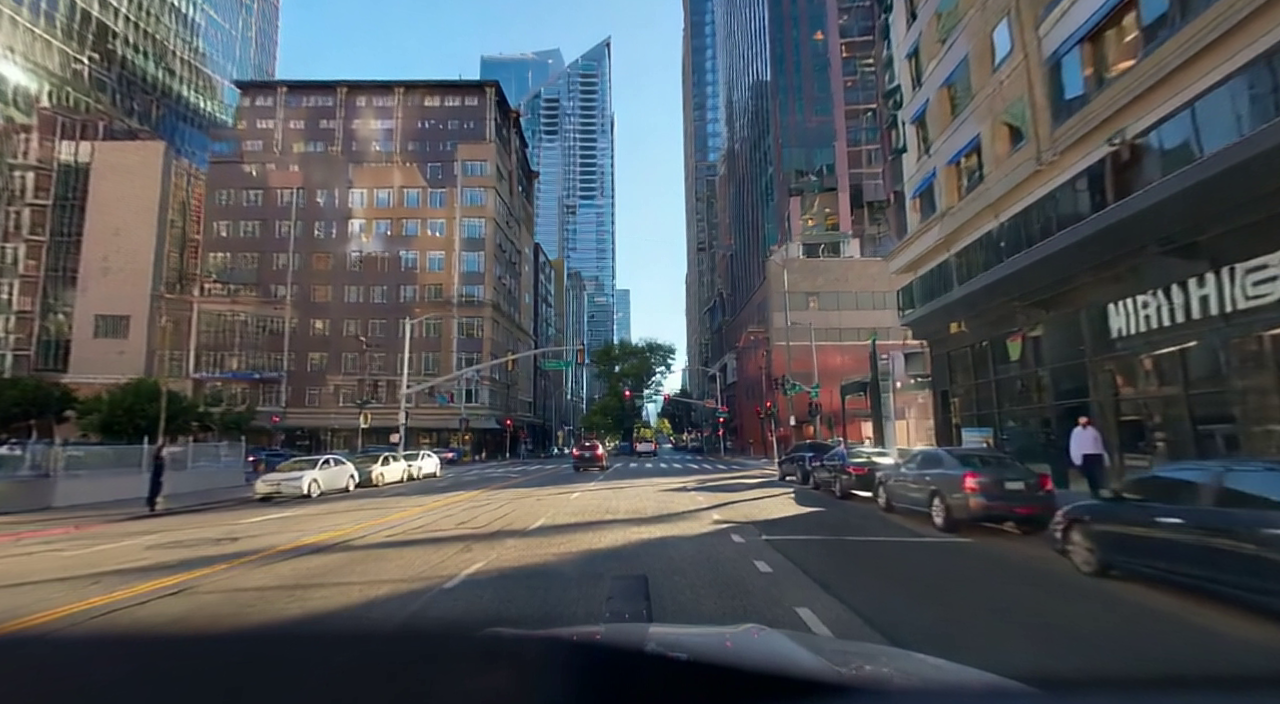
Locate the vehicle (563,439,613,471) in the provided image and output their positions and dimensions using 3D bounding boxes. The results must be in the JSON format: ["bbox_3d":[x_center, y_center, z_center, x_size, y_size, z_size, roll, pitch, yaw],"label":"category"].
[{"bbox_3d":[-2.537,5.205,31.978,2.014,1.480,4.780,0,-8,2],"label":"vehicle"}]

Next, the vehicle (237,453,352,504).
[{"bbox_3d":[-12.098,4.426,22.439,1.845,1.493,4.107,-2,-8,-1],"label":"vehicle"}]

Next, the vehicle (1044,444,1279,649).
[{"bbox_3d":[5.786,1.511,4.979,1.994,1.511,4.788,1,-8,-1],"label":"vehicle"}]

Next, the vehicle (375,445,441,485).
[{"bbox_3d":[-12.028,5.821,32.952,1.890,1.781,4.331,-4,-8,-2],"label":"vehicle"}]

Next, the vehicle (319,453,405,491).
[{"bbox_3d":[-12.039,5.201,27.677,1.808,1.475,4.550,0,-8,-2],"label":"vehicle"}]

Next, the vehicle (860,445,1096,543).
[{"bbox_3d":[5.949,2.507,11.906,1.967,1.460,4.558,0,-8,1],"label":"vehicle"}]
